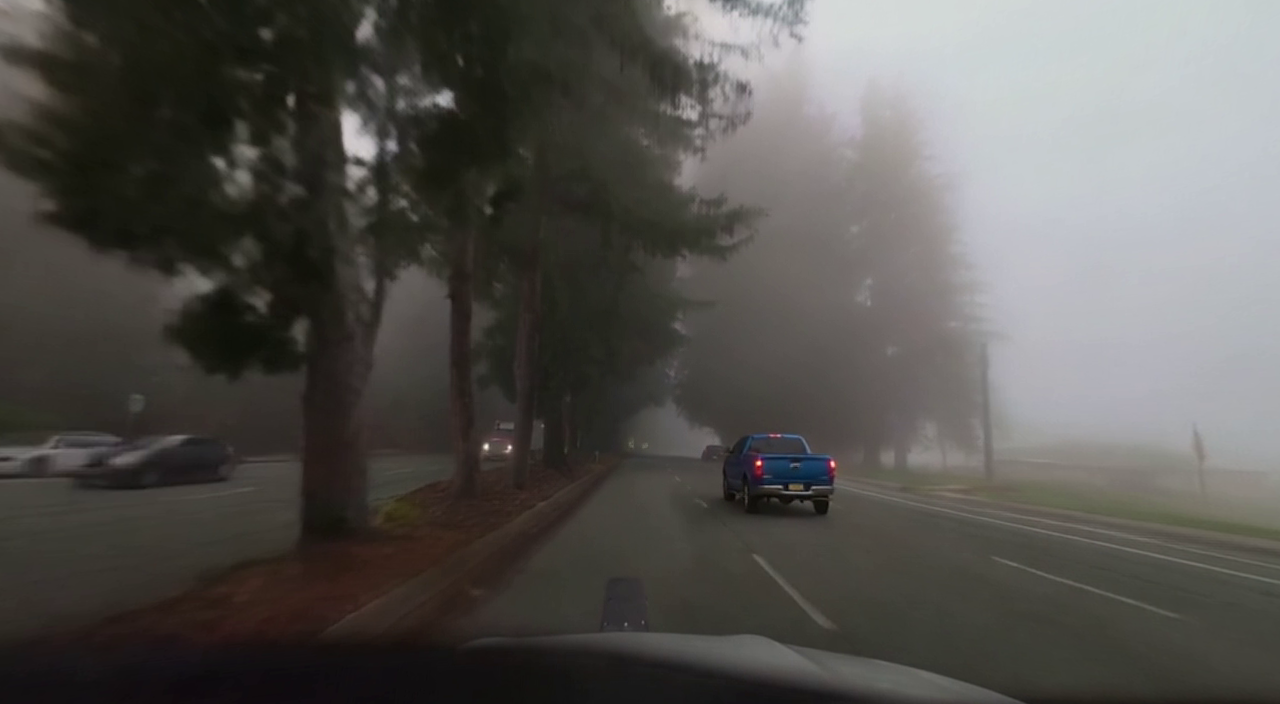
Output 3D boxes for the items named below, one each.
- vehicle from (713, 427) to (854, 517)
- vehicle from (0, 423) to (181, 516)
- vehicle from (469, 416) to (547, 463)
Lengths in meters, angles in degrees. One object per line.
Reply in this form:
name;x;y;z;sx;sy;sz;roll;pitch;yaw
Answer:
vehicle;3.043;2.667;14.543;2.108;1.712;4.616;0;-8;-1
vehicle;-11.178;2.118;11.704;1.892;1.471;4.532;0;-8;0
vehicle;-8.628;5.998;42.808;3.046;2.782;10.538;0;-8;0
